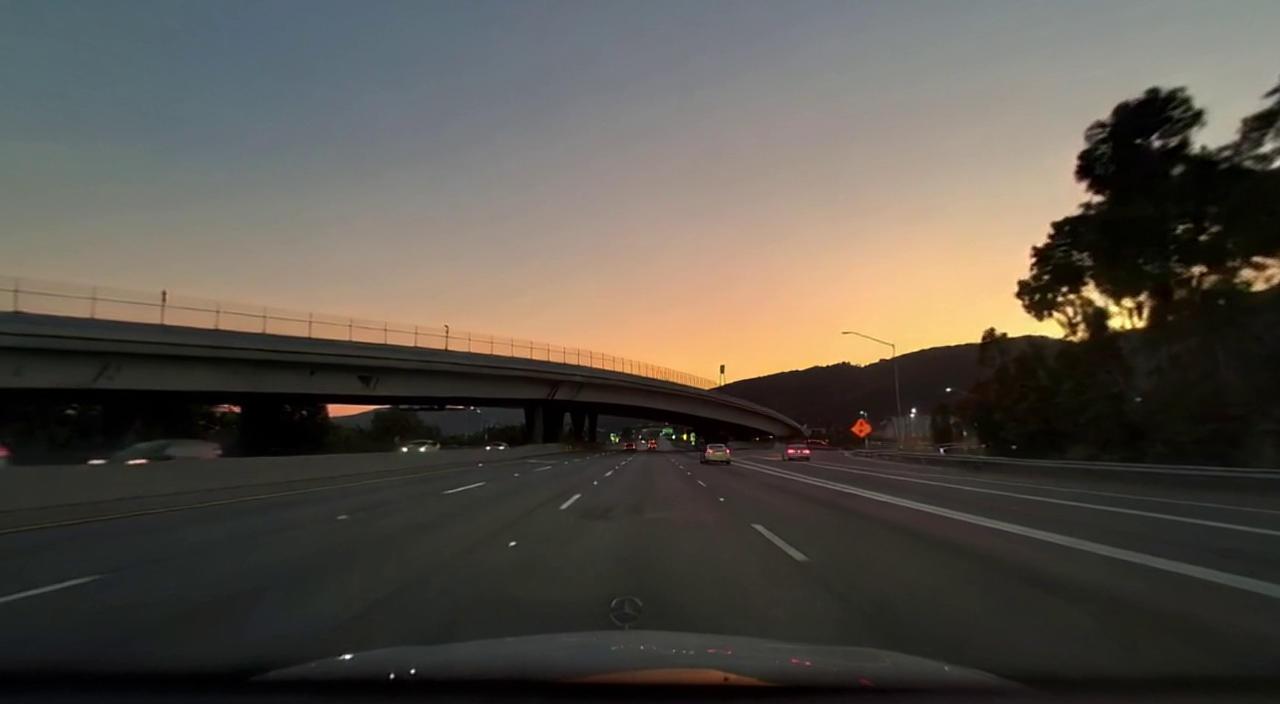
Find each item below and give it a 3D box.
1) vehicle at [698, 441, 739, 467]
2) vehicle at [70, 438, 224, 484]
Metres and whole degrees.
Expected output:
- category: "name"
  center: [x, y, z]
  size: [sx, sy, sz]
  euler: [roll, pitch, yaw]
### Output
- category: "vehicle"
  center: [4.718, 6.177, 38.460]
  size: [1.912, 1.478, 4.125]
  euler: [0, -8, 0]
- category: "vehicle"
  center: [-17.539, 3.883, 22.740]
  size: [2.170, 1.482, 4.085]
  euler: [0, -8, 1]
